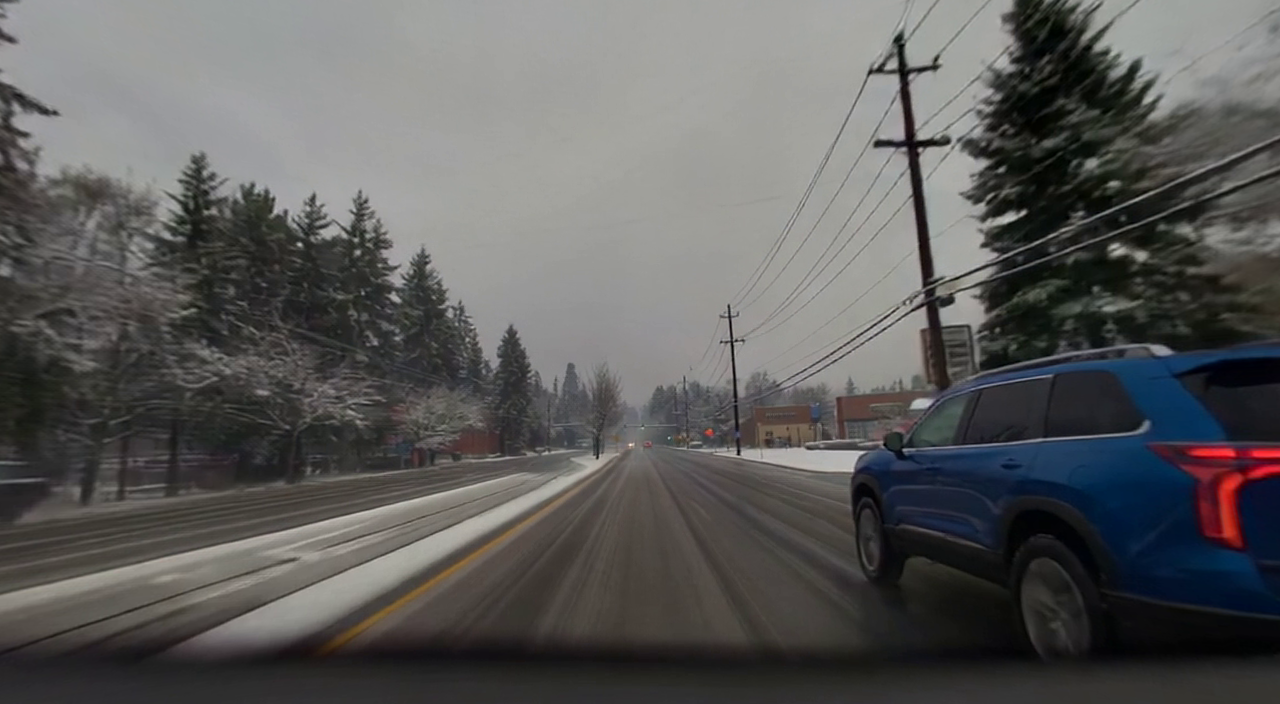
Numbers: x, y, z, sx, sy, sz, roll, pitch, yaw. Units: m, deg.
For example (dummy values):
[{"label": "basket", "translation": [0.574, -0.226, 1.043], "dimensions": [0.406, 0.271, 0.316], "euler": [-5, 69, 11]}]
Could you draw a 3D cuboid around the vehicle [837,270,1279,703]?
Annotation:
[{"label": "vehicle", "translation": [3.032, 0.948, 3.917], "dimensions": [2.060, 1.820, 4.713], "euler": [0, -9, 0]}]
